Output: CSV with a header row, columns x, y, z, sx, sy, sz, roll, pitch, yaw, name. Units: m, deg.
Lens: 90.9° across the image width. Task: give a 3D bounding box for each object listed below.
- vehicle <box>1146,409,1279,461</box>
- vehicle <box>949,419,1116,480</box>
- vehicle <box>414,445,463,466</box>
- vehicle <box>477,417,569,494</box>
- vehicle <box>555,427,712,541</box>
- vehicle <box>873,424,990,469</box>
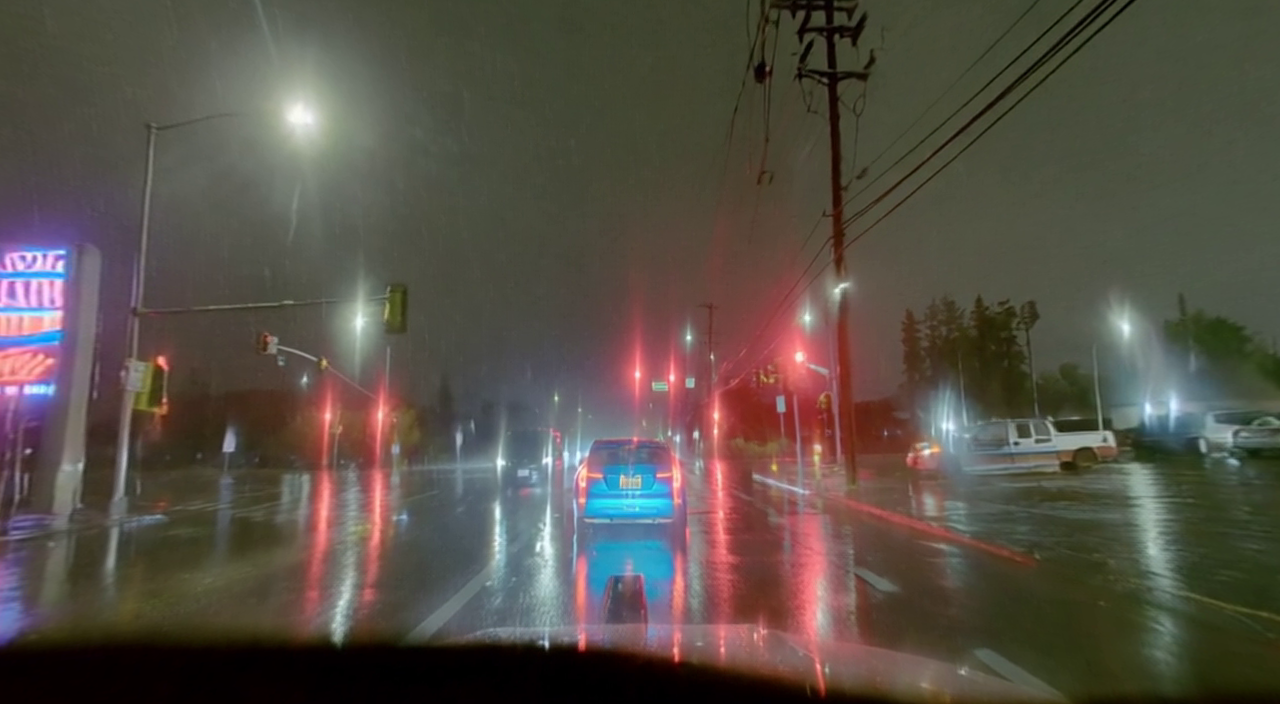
x,y,z,sx,sy,sz,roll,pitch,yaw,name
18.704,2.711,20.385,4.446,1.511,1.977,4,-10,-29,vehicle
10.537,2.668,17.385,1.888,1.455,4.268,0,-8,1,vehicle
-15.584,7.941,48.584,2.111,1.511,4.641,6,-10,-37,vehicle
-3.104,2.864,17.685,2.106,1.852,4.512,1,-8,-5,vehicle
-0.146,2.060,10.517,2.070,1.481,4.216,0,-8,-2,vehicle
10.631,3.494,23.433,1.842,1.471,4.481,1,-8,-6,vehicle
